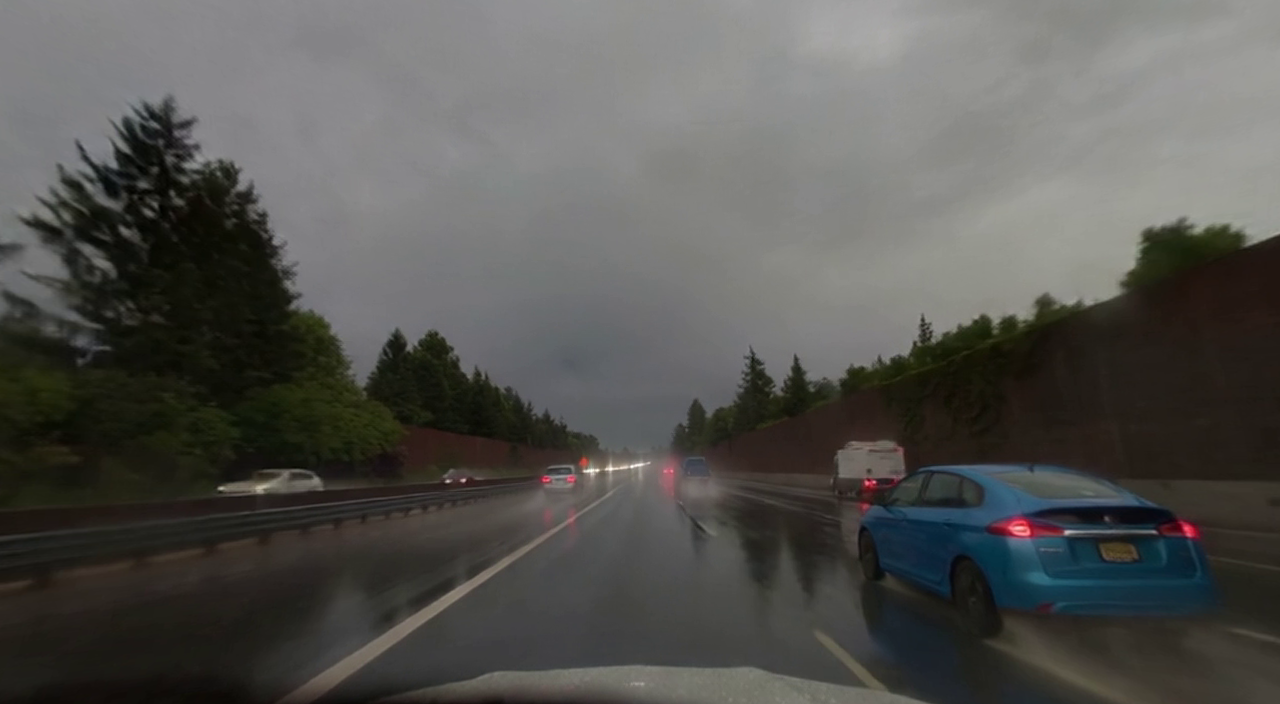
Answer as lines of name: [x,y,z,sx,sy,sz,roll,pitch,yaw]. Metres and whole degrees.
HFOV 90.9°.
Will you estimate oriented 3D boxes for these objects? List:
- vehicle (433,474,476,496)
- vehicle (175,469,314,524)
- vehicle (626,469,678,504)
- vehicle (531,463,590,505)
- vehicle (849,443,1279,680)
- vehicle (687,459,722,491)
vehicle: [-13.991,10.037,47.772,1.814,1.486,4.645,1,-10,0]
vehicle: [-13.185,4.810,21.398,1.921,1.633,4.323,1,-10,-1]
vehicle: [0.528,6.173,29.105,2.241,1.425,3.973,1,-10,1]
vehicle: [-3.540,5.968,28.754,2.021,1.706,4.247,1,-10,1]
vehicle: [3.698,1.769,6.231,1.938,1.561,3.786,1,-10,0]
vehicle: [4.562,8.774,45.011,2.030,2.172,3.621,1,-10,-1]
